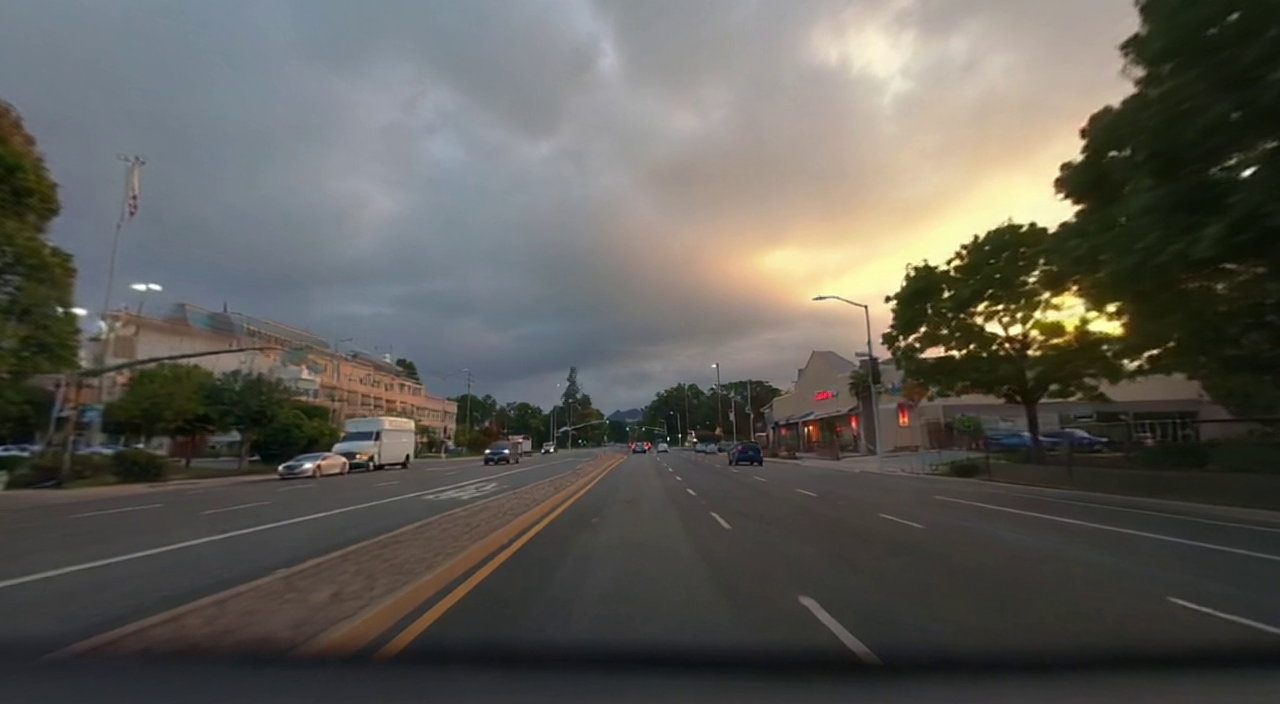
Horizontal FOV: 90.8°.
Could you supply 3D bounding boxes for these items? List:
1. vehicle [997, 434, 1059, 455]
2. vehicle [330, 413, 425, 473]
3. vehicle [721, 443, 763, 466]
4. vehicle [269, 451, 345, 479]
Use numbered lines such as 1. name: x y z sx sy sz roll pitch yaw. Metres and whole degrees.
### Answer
1. vehicle: 29.843 7.172 48.734 1.796 1.485 4.667 0 -9 0
2. vehicle: -18.738 6.620 45.835 2.982 3.900 8.593 0 -9 1
3. vehicle: 6.627 6.721 41.436 1.916 1.437 4.327 0 -9 -2
4. vehicle: -18.969 6.430 36.246 1.950 1.464 4.414 0 -9 0
